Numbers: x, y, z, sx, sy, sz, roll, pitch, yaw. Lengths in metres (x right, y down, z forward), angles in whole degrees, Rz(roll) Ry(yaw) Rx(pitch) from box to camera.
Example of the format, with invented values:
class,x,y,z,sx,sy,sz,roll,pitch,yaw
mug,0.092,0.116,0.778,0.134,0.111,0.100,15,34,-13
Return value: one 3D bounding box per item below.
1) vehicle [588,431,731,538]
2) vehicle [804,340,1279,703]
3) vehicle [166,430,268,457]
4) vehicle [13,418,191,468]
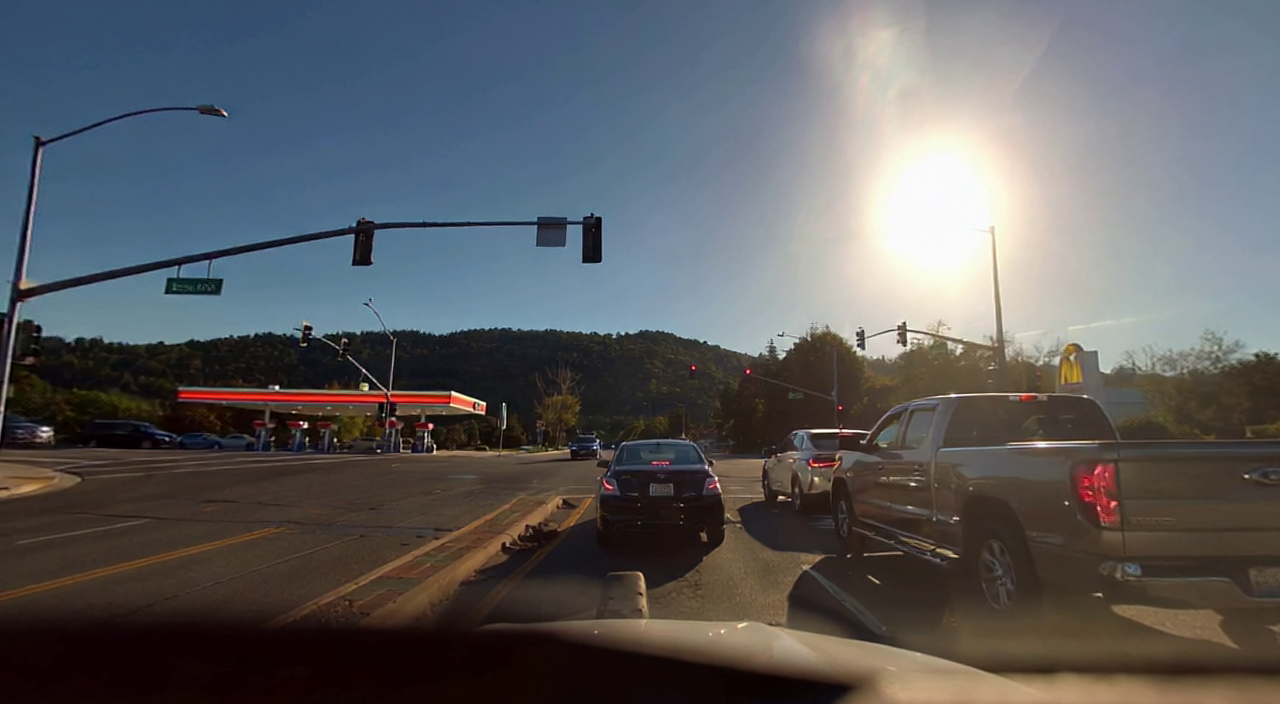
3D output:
class,x,y,z,sx,sy,sz,roll,pitch,yaw
vehicle,0.269,2.174,10.954,2.027,1.494,3.824,0,-8,0
vehicle,3.539,1.313,6.108,2.277,1.871,6.143,0,-8,0
vehicle,-23.094,5.034,34.511,4.326,1.420,1.798,-1,-8,4
vehicle,-19.682,3.361,23.229,4.742,1.720,2.107,-1,-8,5
